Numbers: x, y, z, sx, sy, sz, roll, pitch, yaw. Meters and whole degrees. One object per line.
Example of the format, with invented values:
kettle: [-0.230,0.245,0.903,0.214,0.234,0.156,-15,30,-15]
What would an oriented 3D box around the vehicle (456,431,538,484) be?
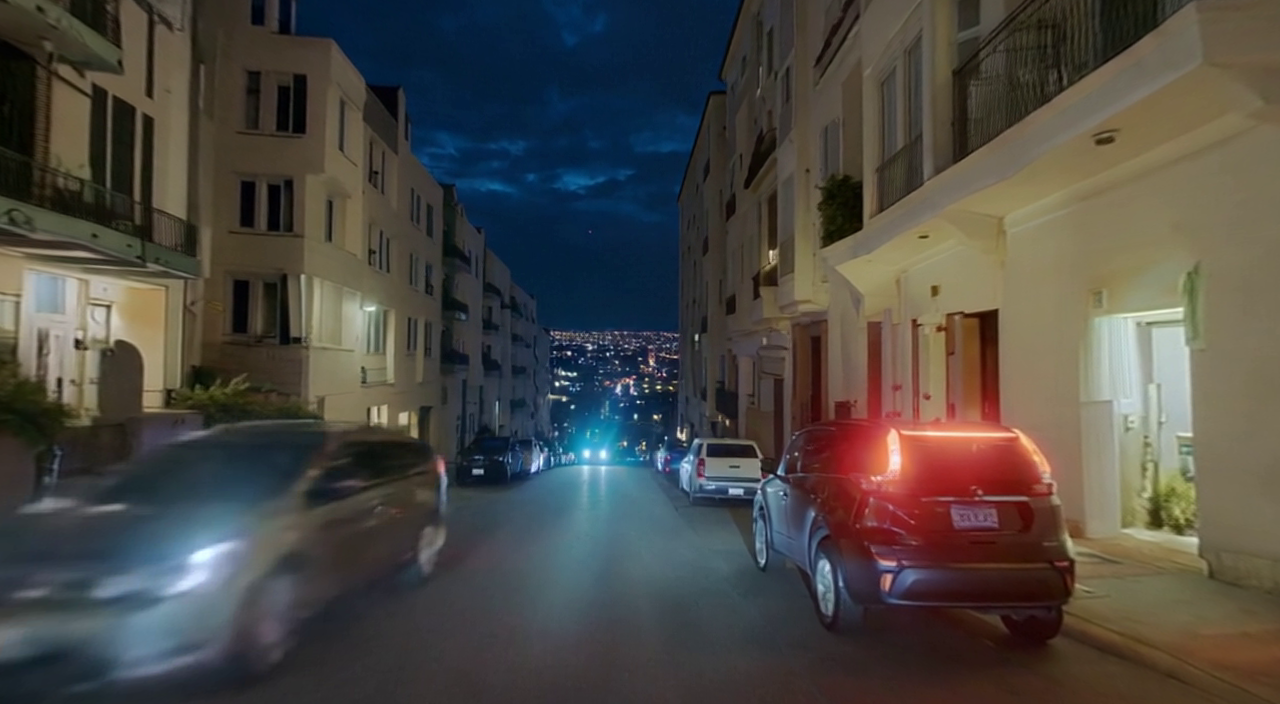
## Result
vehicle: [-4.921,3.719,22.300,1.942,1.521,3.761,5,-9,0]

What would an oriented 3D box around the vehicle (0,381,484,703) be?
vehicle: [-2.522,1.122,4.230,1.845,1.544,3.388,-1,-8,4]

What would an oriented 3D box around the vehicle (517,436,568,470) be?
vehicle: [-4.881,5.148,32.129,1.872,1.484,3.978,5,-9,0]

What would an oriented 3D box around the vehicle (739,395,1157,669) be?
vehicle: [2.229,1.378,5.932,1.839,1.678,3.918,0,-8,-2]

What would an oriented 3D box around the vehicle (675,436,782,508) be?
vehicle: [1.954,2.771,15.184,1.786,1.447,4.314,0,-8,-2]
